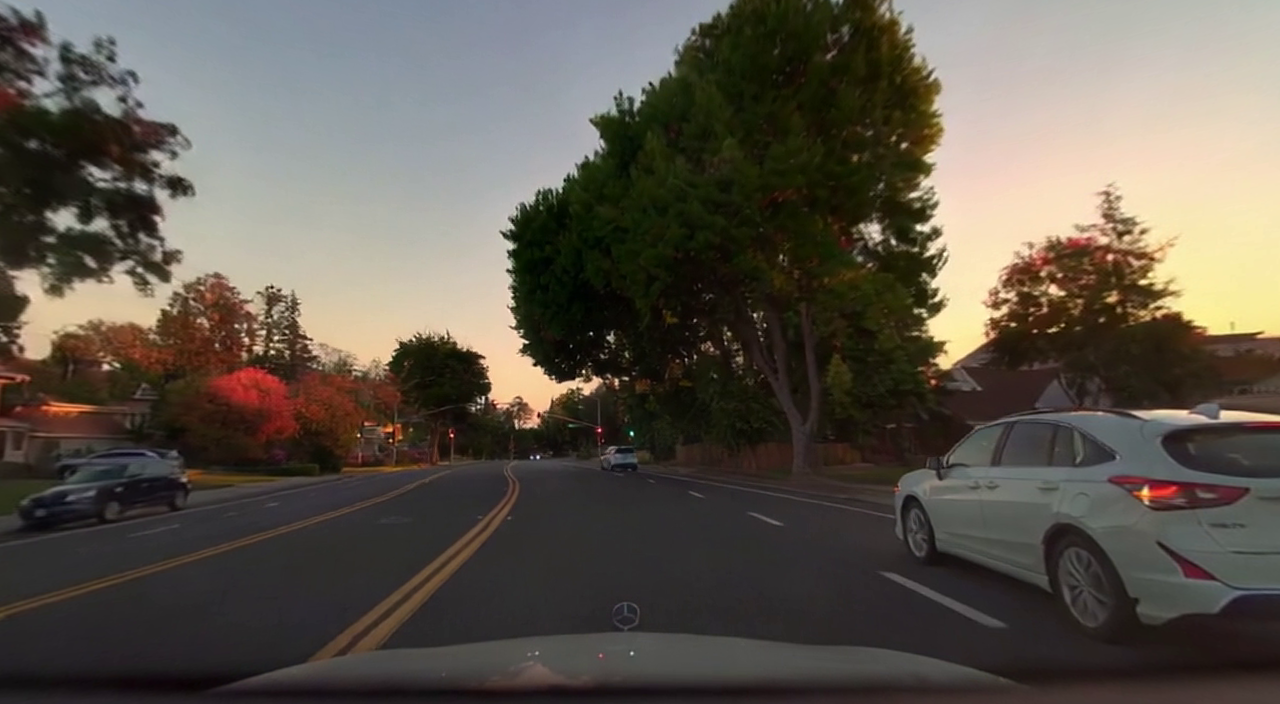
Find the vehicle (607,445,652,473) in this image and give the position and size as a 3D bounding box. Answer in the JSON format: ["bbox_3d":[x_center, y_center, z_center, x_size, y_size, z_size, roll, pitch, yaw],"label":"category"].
[{"bbox_3d":[-0.726,6.553,39.103,1.951,1.620,4.582,2,-9,-12],"label":"vehicle"}]

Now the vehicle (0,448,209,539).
[{"bbox_3d":[-13.610,3.450,16.258,1.993,1.801,5.201,-2,-8,-8],"label":"vehicle"}]

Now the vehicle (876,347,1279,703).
[{"bbox_3d":[3.954,1.187,4.900,2.081,1.828,5.138,0,-8,-2],"label":"vehicle"}]
